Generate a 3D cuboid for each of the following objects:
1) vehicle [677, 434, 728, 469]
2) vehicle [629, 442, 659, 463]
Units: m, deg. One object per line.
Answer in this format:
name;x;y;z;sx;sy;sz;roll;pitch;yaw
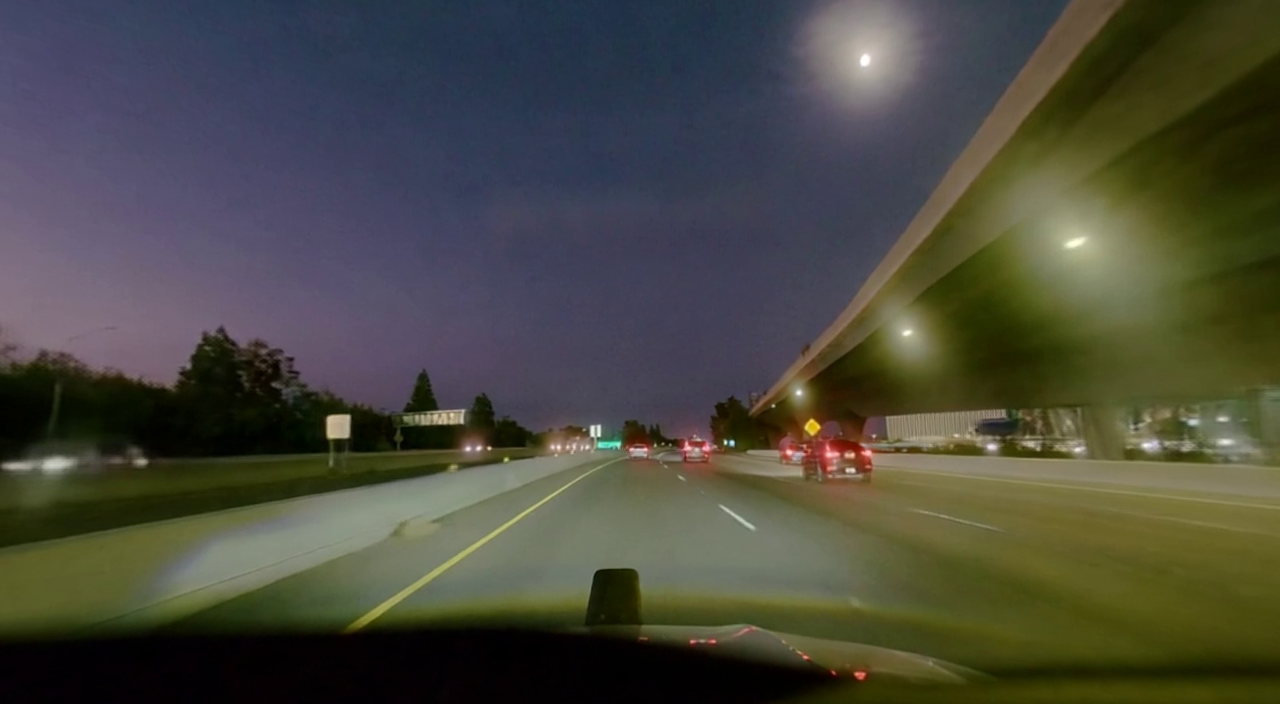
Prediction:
vehicle;3.373;5.522;35.166;2.226;1.779;4.835;0;-9;-1
vehicle;0.333;7.323;46.036;2.046;1.475;3.784;0;-9;1
